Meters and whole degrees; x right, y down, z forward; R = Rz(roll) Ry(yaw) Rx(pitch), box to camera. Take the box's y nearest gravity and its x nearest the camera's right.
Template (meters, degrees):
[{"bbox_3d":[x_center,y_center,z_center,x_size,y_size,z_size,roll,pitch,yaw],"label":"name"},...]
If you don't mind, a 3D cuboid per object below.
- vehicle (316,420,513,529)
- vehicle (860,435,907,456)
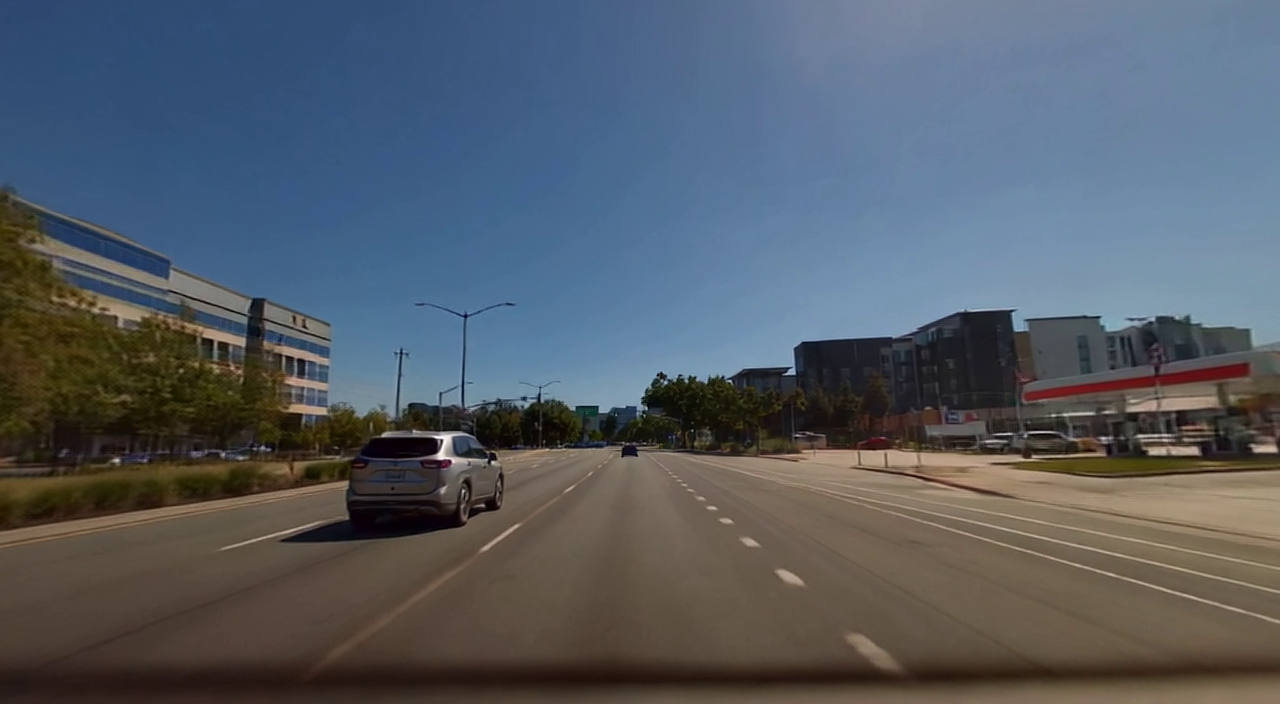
[{"bbox_3d":[-3.953,2.238,12.085,2.039,1.656,4.710,0,-9,0],"label":"vehicle"},{"bbox_3d":[18.262,7.037,47.436,1.831,1.442,5.072,-1,-9,4],"label":"vehicle"}]
